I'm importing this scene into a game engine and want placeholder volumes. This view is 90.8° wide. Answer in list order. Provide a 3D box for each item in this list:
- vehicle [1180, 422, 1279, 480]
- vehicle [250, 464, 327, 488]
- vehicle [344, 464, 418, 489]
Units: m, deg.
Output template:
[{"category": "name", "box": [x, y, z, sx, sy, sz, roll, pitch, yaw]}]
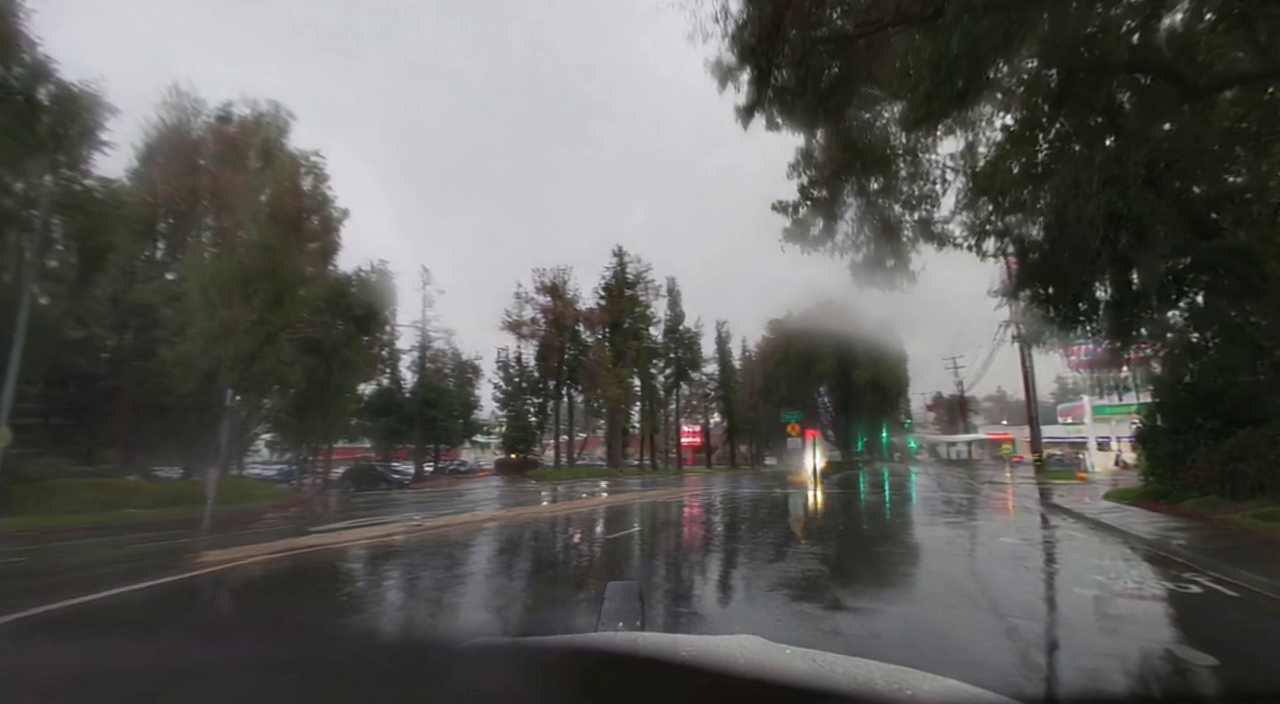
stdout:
[{"category": "vehicle", "box": [33.065, 5.536, 35.330, 2.642, 2.930, 5.826, -4, -10, 25]}, {"category": "vehicle", "box": [-25.220, 8.869, 45.328, 4.538, 1.545, 2.021, -2, -9, 13]}, {"category": "vehicle", "box": [-17.587, 8.414, 42.888, 4.353, 1.486, 1.991, -3, -9, 19]}]
